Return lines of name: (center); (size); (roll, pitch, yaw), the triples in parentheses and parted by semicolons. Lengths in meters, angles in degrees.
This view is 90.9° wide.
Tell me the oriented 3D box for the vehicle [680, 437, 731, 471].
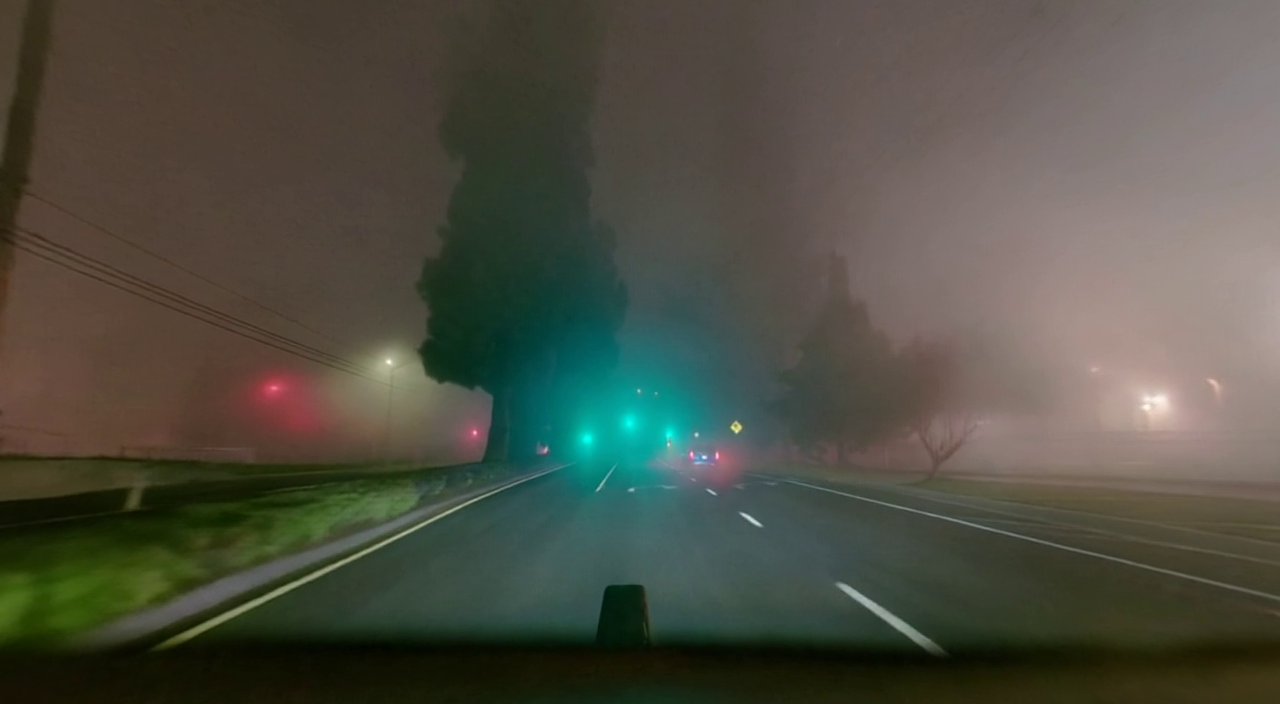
vehicle: (3.574, 5.644, 35.098); (2.240, 1.781, 4.433); (0, -8, -1)
